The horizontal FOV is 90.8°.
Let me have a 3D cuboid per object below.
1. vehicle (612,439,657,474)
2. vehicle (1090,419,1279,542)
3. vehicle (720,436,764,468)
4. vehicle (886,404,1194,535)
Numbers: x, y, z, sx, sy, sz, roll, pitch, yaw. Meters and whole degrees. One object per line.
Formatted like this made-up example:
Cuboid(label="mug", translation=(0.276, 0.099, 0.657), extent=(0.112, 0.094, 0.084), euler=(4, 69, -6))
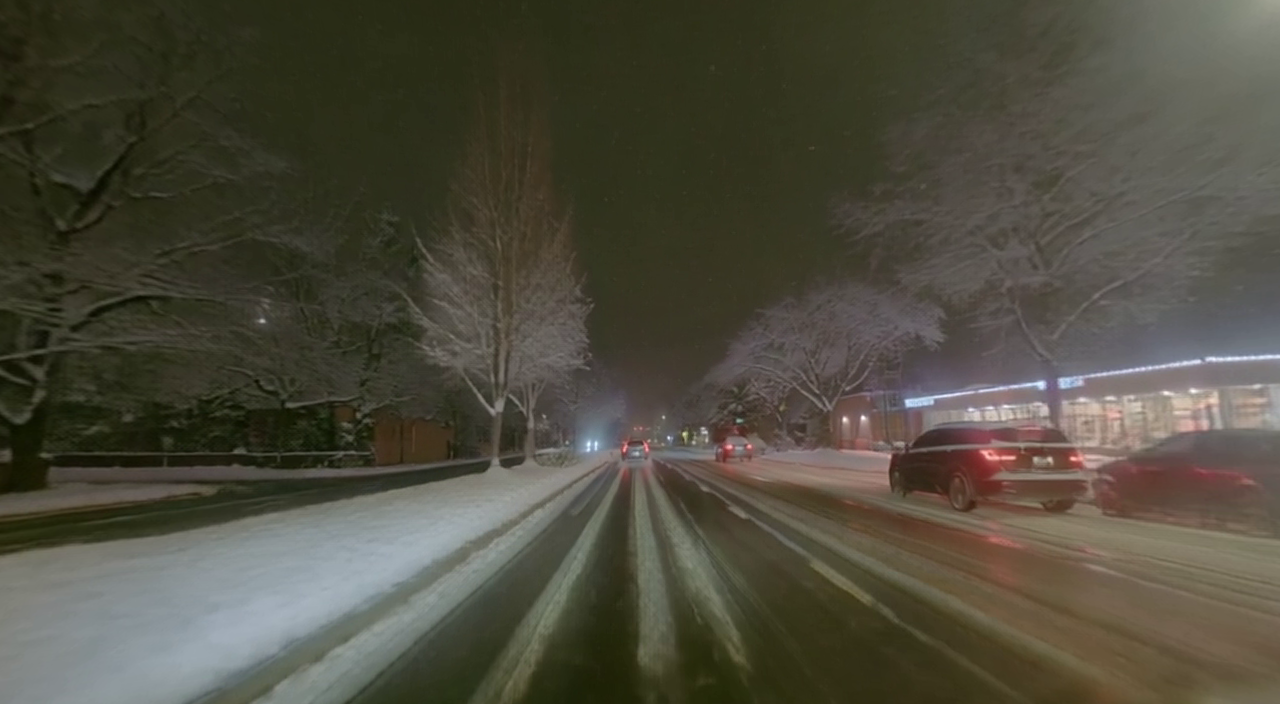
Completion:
Cuboid(label="vehicle", translation=(-0.266, 4.993, 30.507), extent=(2.037, 1.568, 3.693), euler=(0, -8, 0))
Cuboid(label="vehicle", translation=(10.315, 2.042, 10.353), extent=(1.988, 1.783, 5.324), euler=(0, -9, 1))
Cuboid(label="vehicle", translation=(6.216, 6.123, 38.945), extent=(1.955, 1.845, 4.538), euler=(0, -8, 0))
Cuboid(label="vehicle", translation=(7.073, 2.172, 12.304), extent=(2.240, 1.923, 5.678), euler=(0, -8, -1))
